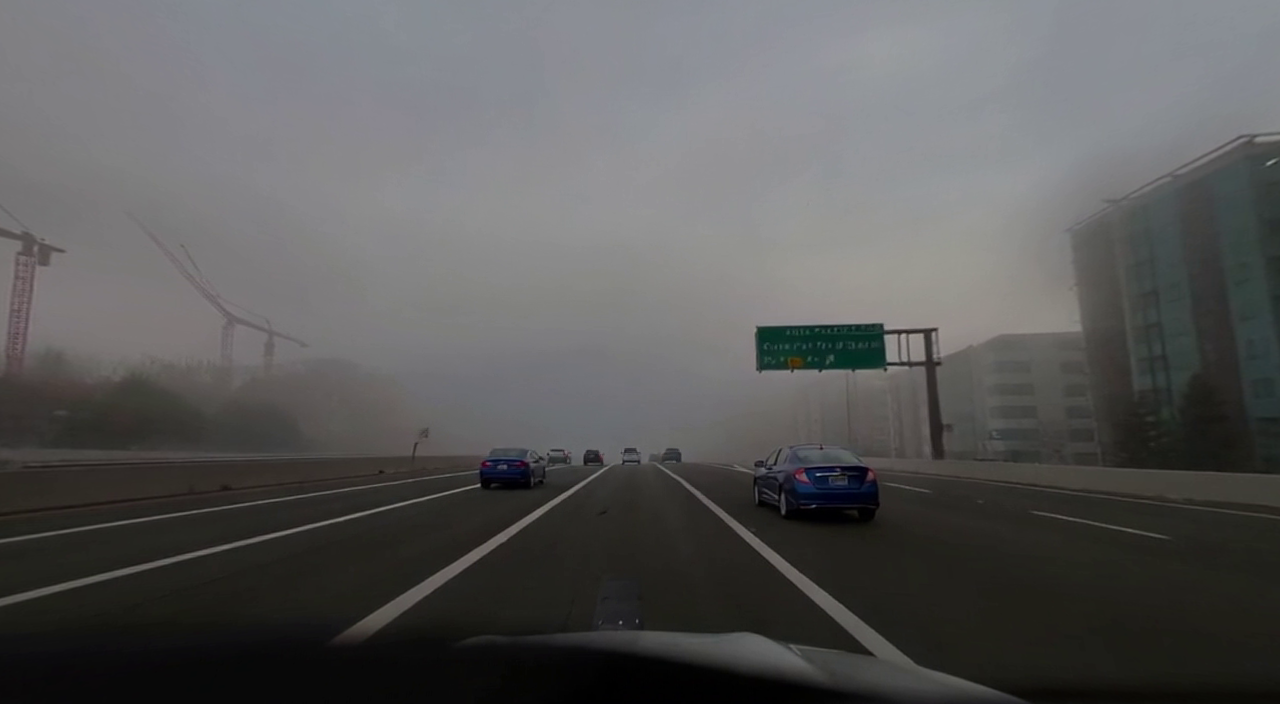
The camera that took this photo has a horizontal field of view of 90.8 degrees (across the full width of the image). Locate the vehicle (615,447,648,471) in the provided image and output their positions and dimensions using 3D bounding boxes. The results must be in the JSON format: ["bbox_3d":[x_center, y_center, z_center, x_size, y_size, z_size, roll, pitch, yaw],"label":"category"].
[{"bbox_3d":[-0.550,7.014,41.504,2.019,1.472,3.971,0,-9,-1],"label":"vehicle"}]

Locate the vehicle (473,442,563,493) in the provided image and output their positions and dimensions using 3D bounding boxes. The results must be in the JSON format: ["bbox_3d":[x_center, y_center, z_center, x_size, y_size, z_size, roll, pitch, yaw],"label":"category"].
[{"bbox_3d":[-3.978,3.841,21.464,2.136,1.512,4.488,0,-9,1],"label":"vehicle"}]

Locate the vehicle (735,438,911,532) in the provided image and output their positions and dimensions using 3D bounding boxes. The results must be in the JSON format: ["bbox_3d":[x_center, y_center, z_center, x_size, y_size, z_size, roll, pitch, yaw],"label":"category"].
[{"bbox_3d":[3.275,2.465,12.406,1.995,1.486,4.463,0,-9,-2],"label":"vehicle"}]

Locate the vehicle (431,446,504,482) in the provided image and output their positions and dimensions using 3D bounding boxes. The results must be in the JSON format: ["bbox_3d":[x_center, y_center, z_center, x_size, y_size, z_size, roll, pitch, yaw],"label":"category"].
[{"bbox_3d":[-7.909,5.157,29.490,2.043,1.494,4.824,0,-9,0],"label":"vehicle"}]
